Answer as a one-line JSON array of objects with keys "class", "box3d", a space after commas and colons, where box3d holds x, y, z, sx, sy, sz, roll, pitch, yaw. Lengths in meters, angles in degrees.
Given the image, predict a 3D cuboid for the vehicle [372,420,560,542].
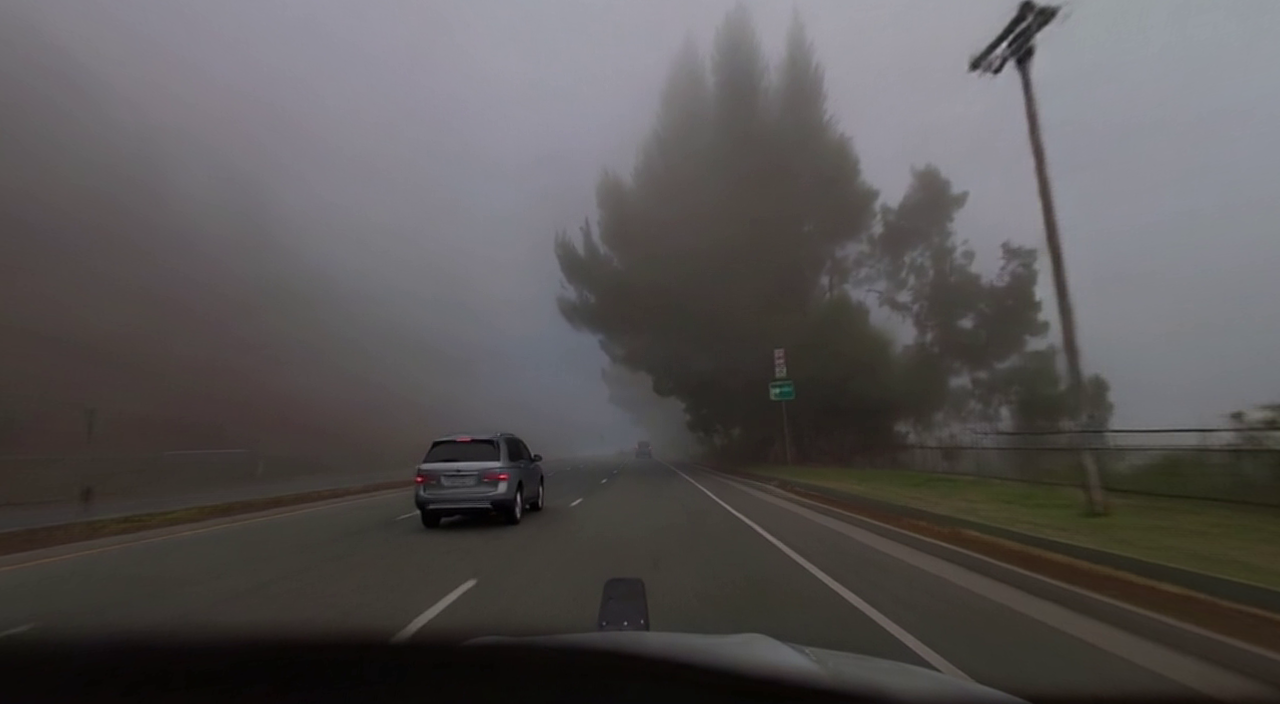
[{"class": "vehicle", "box3d": [-2.987, 2.335, 12.120, 2.160, 1.855, 4.695, 0, -8, 1]}]
